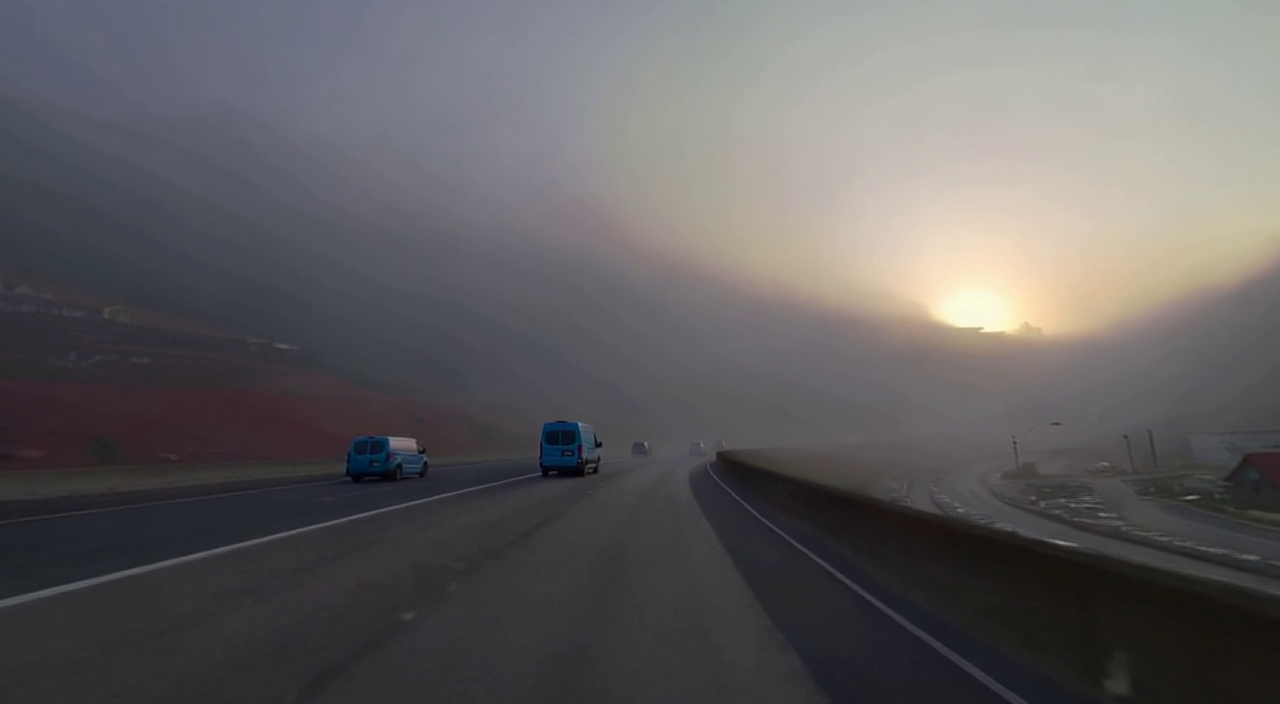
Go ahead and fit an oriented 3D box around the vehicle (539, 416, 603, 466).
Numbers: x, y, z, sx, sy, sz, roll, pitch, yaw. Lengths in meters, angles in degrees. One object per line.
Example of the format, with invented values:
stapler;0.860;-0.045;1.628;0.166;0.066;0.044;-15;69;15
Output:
vehicle;-3.943;5.270;37.520;2.314;2.703;6.441;-1;-8;7

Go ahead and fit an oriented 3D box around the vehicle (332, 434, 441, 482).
vehicle;-8.911;3.744;22.699;1.821;1.524;4.342;-1;-8;5

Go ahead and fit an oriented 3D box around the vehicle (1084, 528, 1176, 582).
vehicle;22.783;9.401;29.571;1.887;1.776;4.198;-1;-11;17
